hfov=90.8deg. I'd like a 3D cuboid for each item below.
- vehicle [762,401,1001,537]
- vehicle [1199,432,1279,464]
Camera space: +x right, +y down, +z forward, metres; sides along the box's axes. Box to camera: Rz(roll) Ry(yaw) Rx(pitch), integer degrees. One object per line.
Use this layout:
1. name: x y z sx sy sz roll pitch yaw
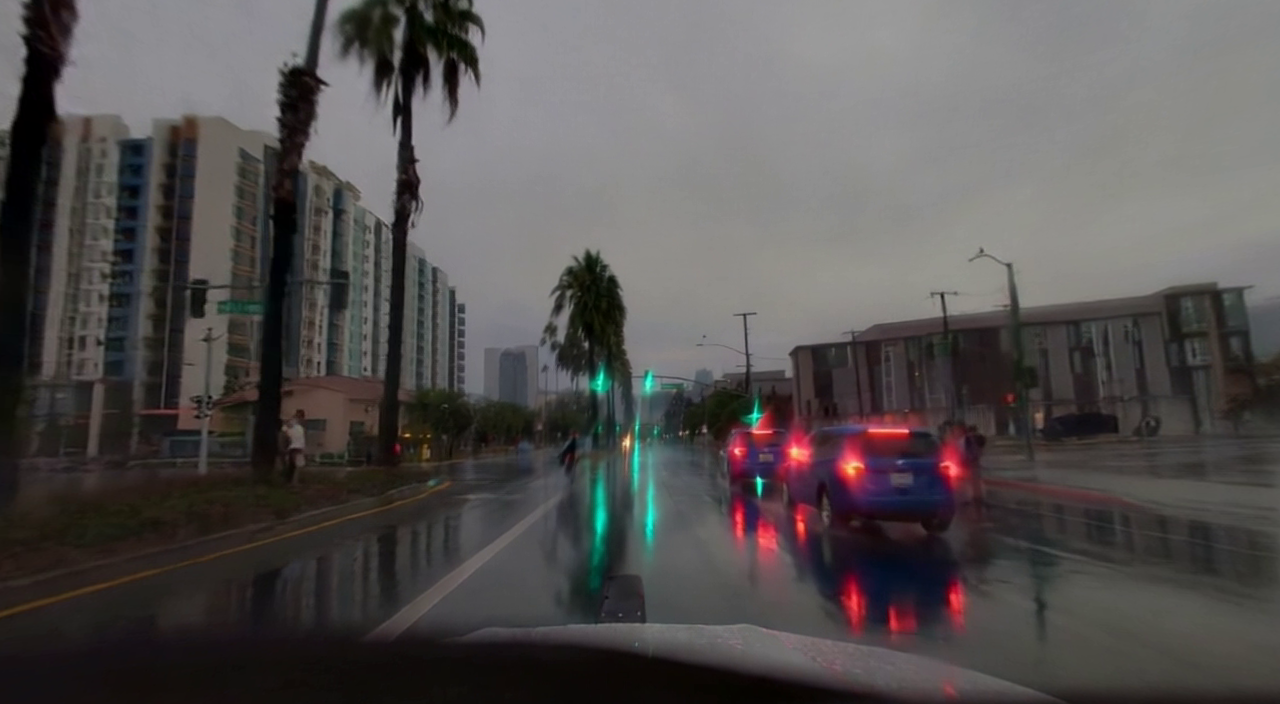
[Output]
1. vehicle: 3.623 1.886 10.699 2.060 1.756 4.770 0 -9 -1
2. vehicle: 30.286 4.652 30.709 4.398 1.471 1.955 0 -8 -3
